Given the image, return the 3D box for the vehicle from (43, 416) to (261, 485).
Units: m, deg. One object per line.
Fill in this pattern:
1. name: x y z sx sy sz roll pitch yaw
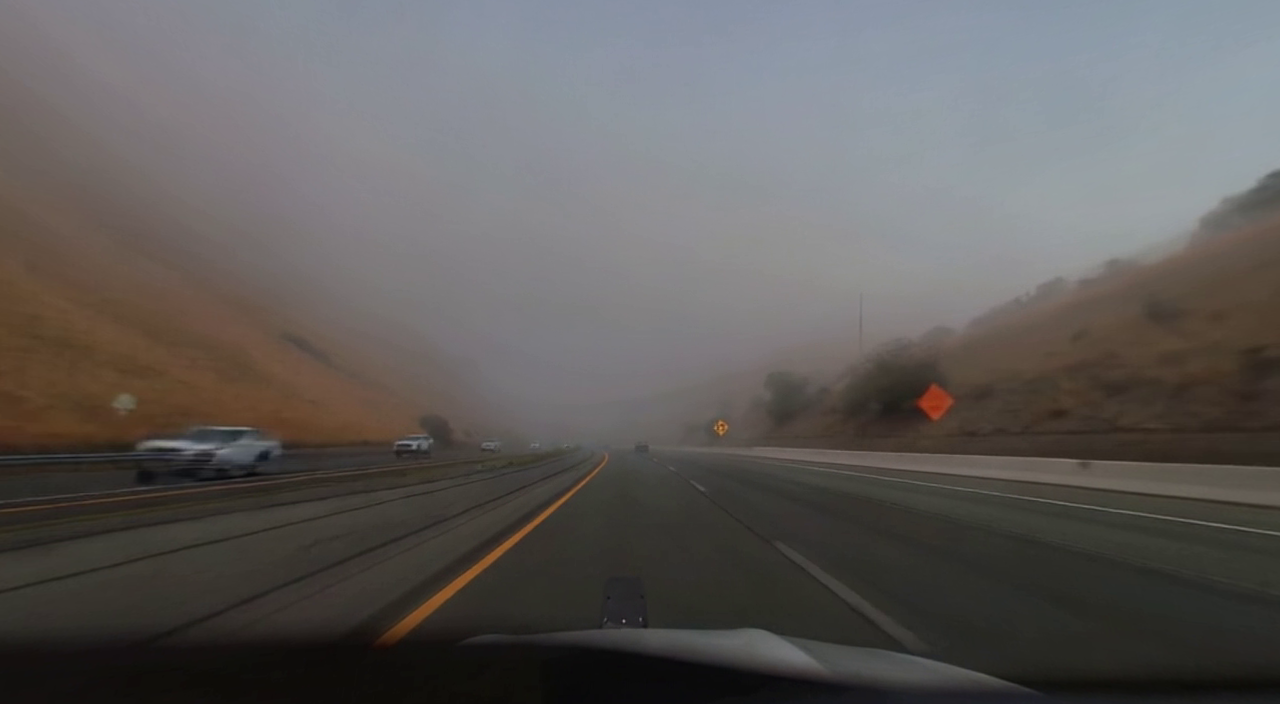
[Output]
1. vehicle: -14.309 2.960 19.134 2.129 1.767 5.642 0 -8 0
